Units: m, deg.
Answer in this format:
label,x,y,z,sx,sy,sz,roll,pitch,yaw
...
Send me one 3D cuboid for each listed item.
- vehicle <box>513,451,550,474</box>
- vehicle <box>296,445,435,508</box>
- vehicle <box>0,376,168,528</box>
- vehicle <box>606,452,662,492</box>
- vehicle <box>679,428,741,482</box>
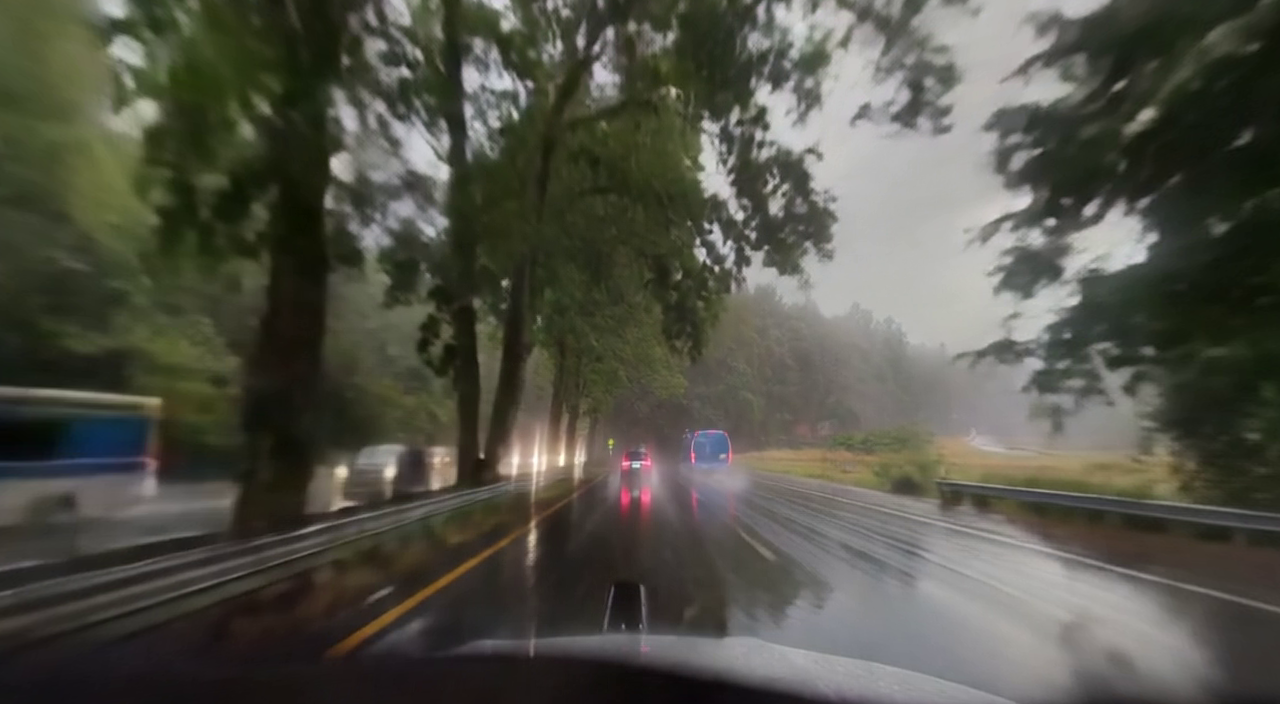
label,x,y,z,sx,sy,sz,roll,pitch,yaw
vehicle,-7.494,7.673,43.926,1.833,1.444,4.120,-1,-9,1
vehicle,-7.348,3.355,17.431,1.926,1.492,4.272,-1,-9,0
vehicle,-12.210,1.805,11.270,2.661,2.552,6.070,-1,-9,1
vehicle,-0.241,4.743,25.205,2.037,1.417,3.885,0,-9,0
vehicle,3.705,5.668,34.740,2.513,2.633,5.930,0,-9,-2
